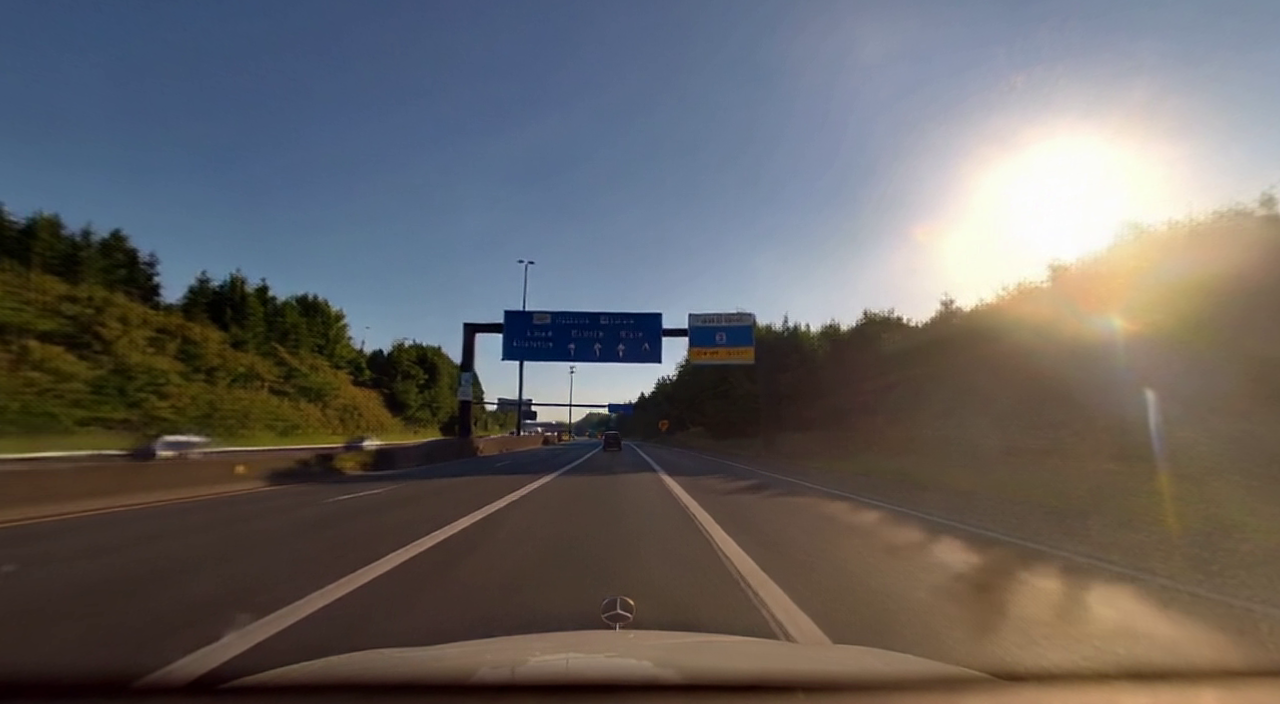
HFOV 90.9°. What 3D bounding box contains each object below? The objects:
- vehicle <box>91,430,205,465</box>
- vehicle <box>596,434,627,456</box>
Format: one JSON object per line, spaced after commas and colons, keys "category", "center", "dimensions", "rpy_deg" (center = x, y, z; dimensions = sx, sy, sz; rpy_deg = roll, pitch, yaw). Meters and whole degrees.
{"category": "vehicle", "center": [-23.132, 4.493, 29.856], "dimensions": [1.981, 1.540, 4.231], "rpy_deg": [0, -8, -1]}
{"category": "vehicle", "center": [-1.972, 6.478, 44.081], "dimensions": [2.000, 1.491, 3.913], "rpy_deg": [0, -8, -2]}
